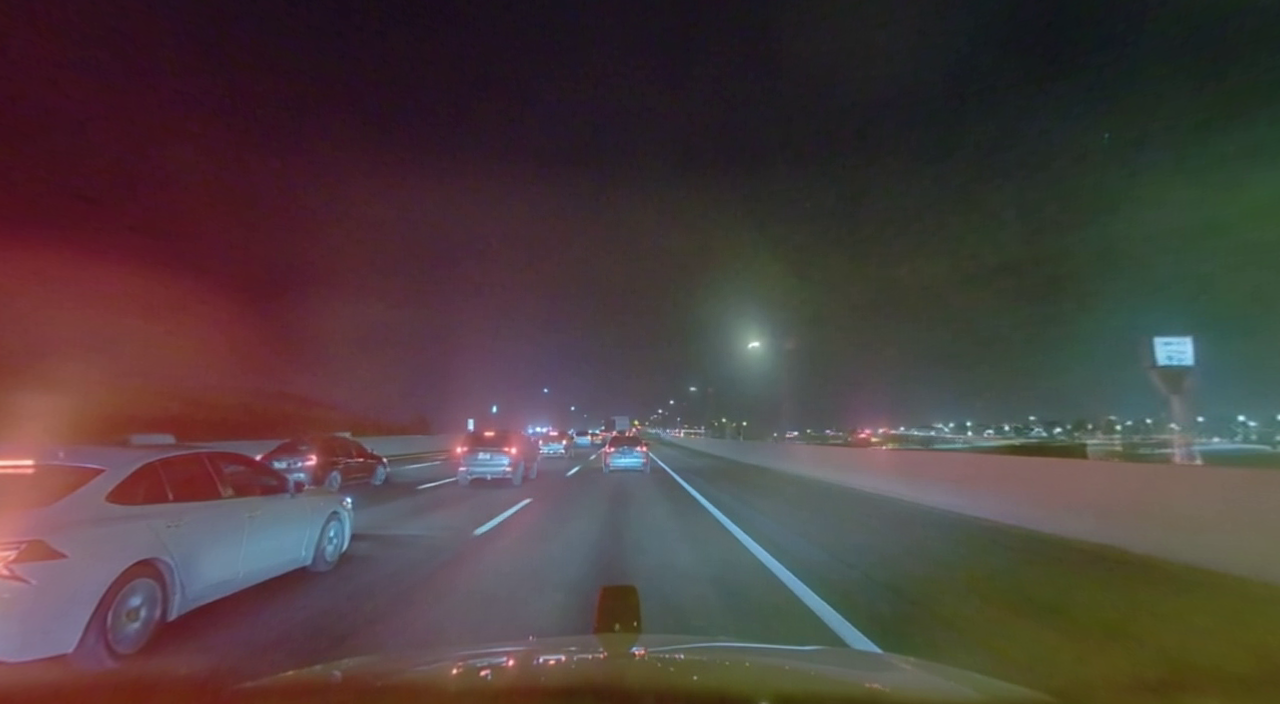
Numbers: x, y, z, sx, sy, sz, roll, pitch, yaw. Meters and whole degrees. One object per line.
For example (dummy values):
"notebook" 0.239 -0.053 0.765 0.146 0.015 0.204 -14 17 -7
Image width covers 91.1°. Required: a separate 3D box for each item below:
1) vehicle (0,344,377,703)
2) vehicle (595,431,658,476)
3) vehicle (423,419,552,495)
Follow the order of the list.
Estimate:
"vehicle" -3.857 1.052 4.437 2.107 1.703 4.274 0 -8 0
"vehicle" -0.466 3.630 22.770 2.070 1.452 3.834 0 -8 0
"vehicle" -3.779 2.692 16.563 2.154 1.690 4.595 0 -8 1
